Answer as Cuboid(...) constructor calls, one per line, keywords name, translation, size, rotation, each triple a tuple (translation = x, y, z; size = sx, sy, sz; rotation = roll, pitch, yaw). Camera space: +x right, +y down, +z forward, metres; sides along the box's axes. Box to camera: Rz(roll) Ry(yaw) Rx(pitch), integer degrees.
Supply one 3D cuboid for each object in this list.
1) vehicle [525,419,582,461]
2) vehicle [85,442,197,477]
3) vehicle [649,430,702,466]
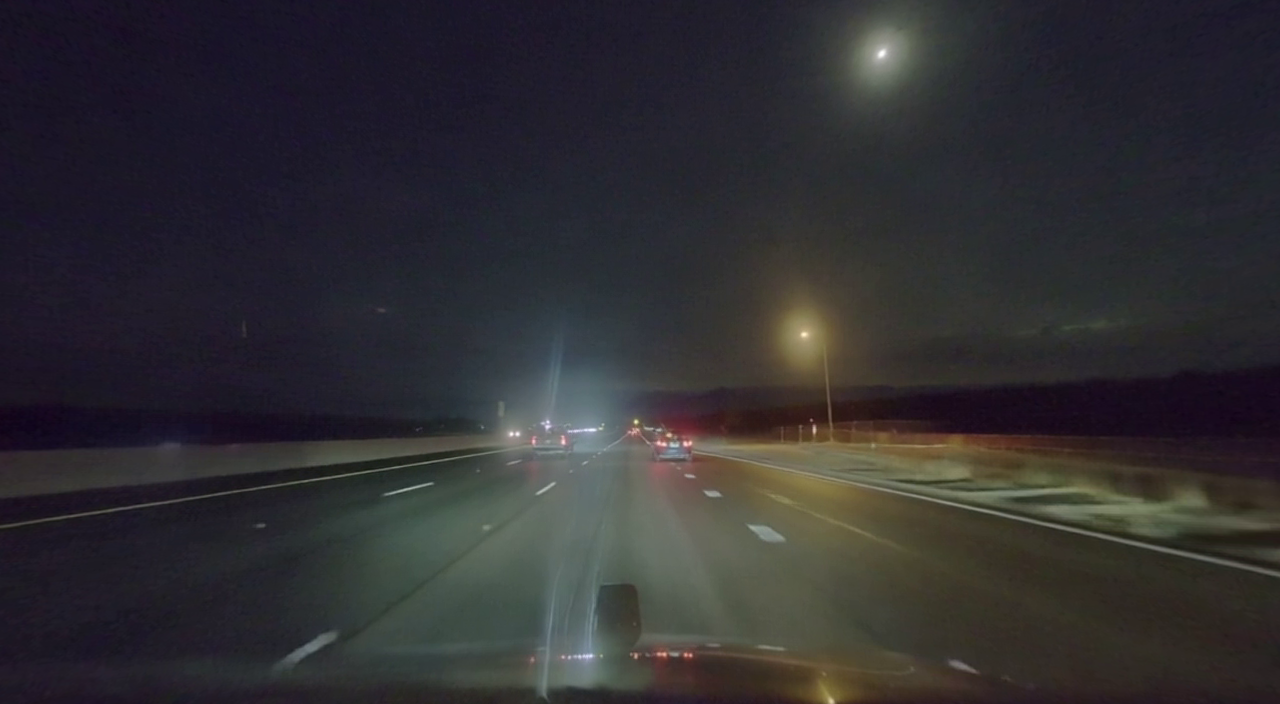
Cuboid(name="vehicle", translation=(-4.280, 4.464, 31.889), size=(2.251, 1.938, 4.708), rotation=(0, -8, 0))
Cuboid(name="vehicle", translation=(-23.272, 4.987, 29.542), size=(1.821, 1.499, 4.176), rotation=(0, -8, 0))
Cuboid(name="vehicle", translation=(1.502, 4.250, 28.113), size=(1.948, 1.470, 3.913), rotation=(0, -8, -3))
